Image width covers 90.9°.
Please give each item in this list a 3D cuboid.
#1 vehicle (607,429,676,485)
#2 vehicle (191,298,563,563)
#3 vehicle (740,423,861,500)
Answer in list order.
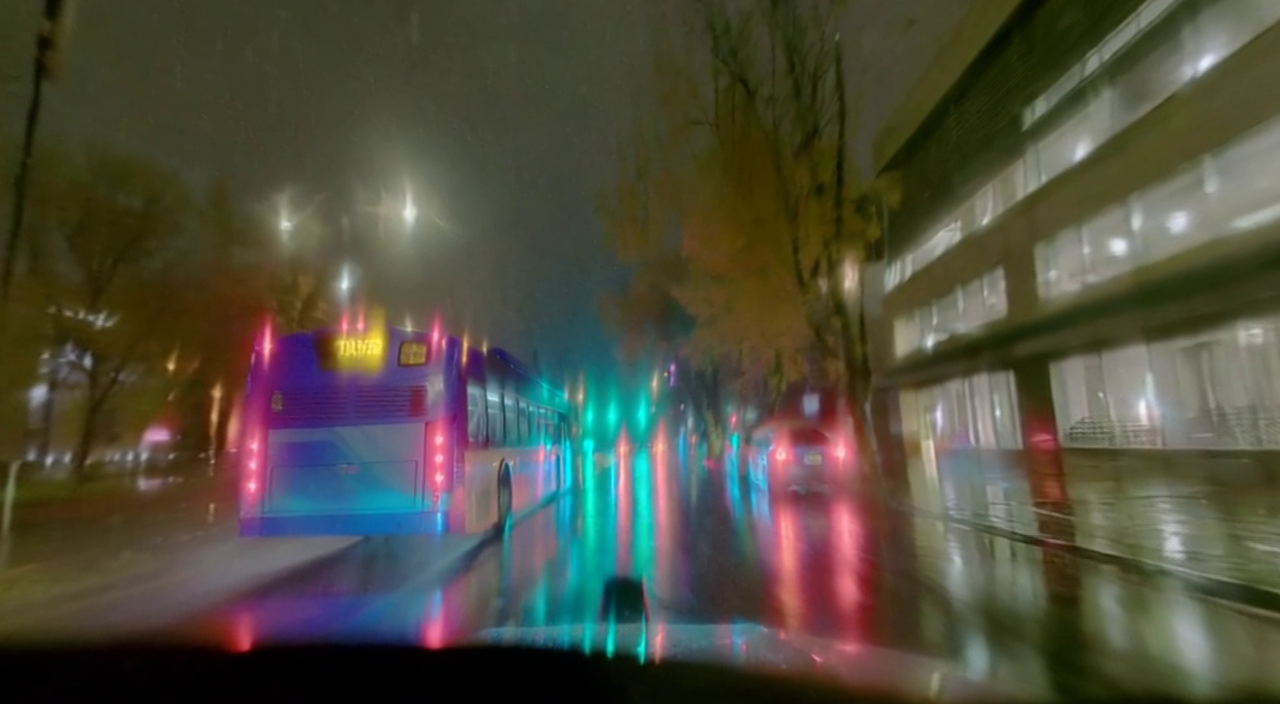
[{"bbox_3d":[0.070,3.547,21.548,2.120,1.727,3.917,0,-9,1],"label":"vehicle"},{"bbox_3d":[-3.338,1.465,11.148,2.920,2.884,8.588,0,-9,-1],"label":"vehicle"},{"bbox_3d":[4.095,2.896,16.999,2.138,1.787,4.522,0,-9,1],"label":"vehicle"}]
